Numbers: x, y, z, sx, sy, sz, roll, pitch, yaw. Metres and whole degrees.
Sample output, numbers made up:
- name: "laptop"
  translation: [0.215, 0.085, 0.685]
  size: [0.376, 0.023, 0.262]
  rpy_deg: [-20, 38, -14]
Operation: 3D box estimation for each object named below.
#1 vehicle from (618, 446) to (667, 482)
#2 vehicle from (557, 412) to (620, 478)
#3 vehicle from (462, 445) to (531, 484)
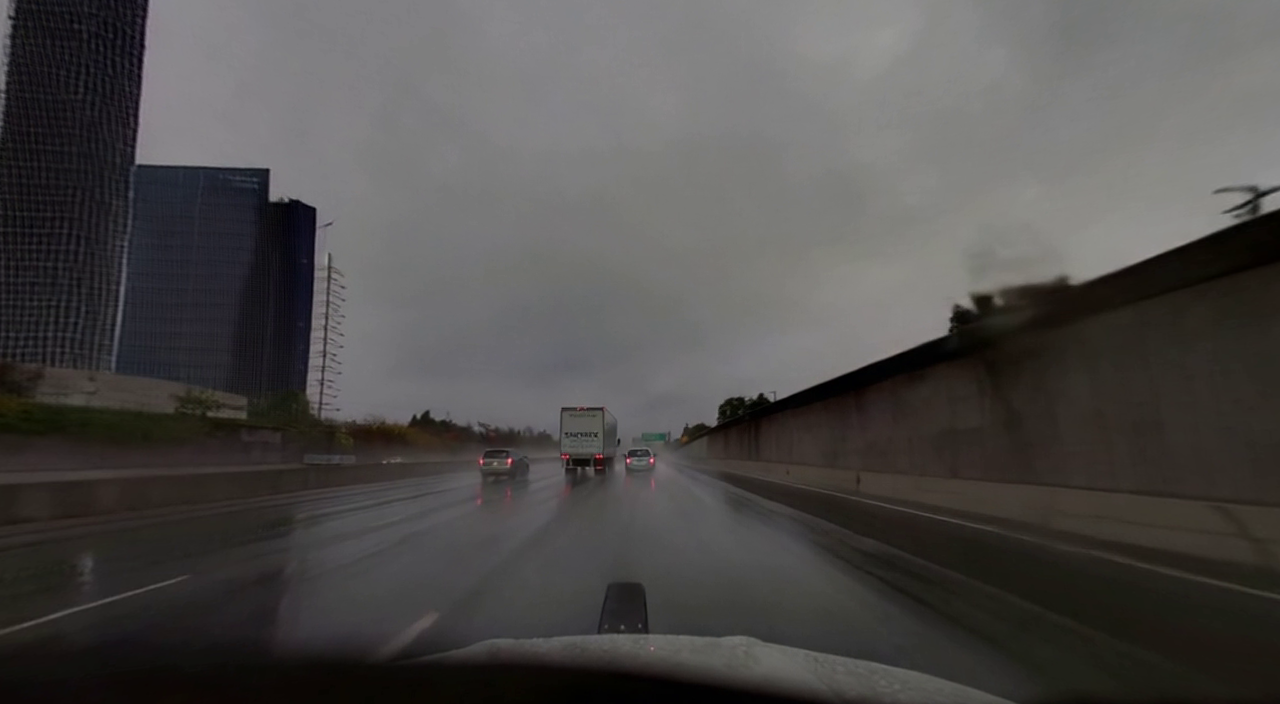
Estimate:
- name: "vehicle"
  translation: [0.106, 5.250, 29.752]
  size: [2.168, 1.597, 3.615]
  rpy_deg: [0, -9, 0]
- name: "vehicle"
  translation: [-2.830, 5.546, 37.412]
  size: [2.794, 3.460, 8.595]
  rpy_deg: [0, -9, 1]
- name: "vehicle"
  translation: [-6.550, 5.189, 29.337]
  size: [2.124, 1.674, 4.541]
  rpy_deg: [0, -9, 0]
